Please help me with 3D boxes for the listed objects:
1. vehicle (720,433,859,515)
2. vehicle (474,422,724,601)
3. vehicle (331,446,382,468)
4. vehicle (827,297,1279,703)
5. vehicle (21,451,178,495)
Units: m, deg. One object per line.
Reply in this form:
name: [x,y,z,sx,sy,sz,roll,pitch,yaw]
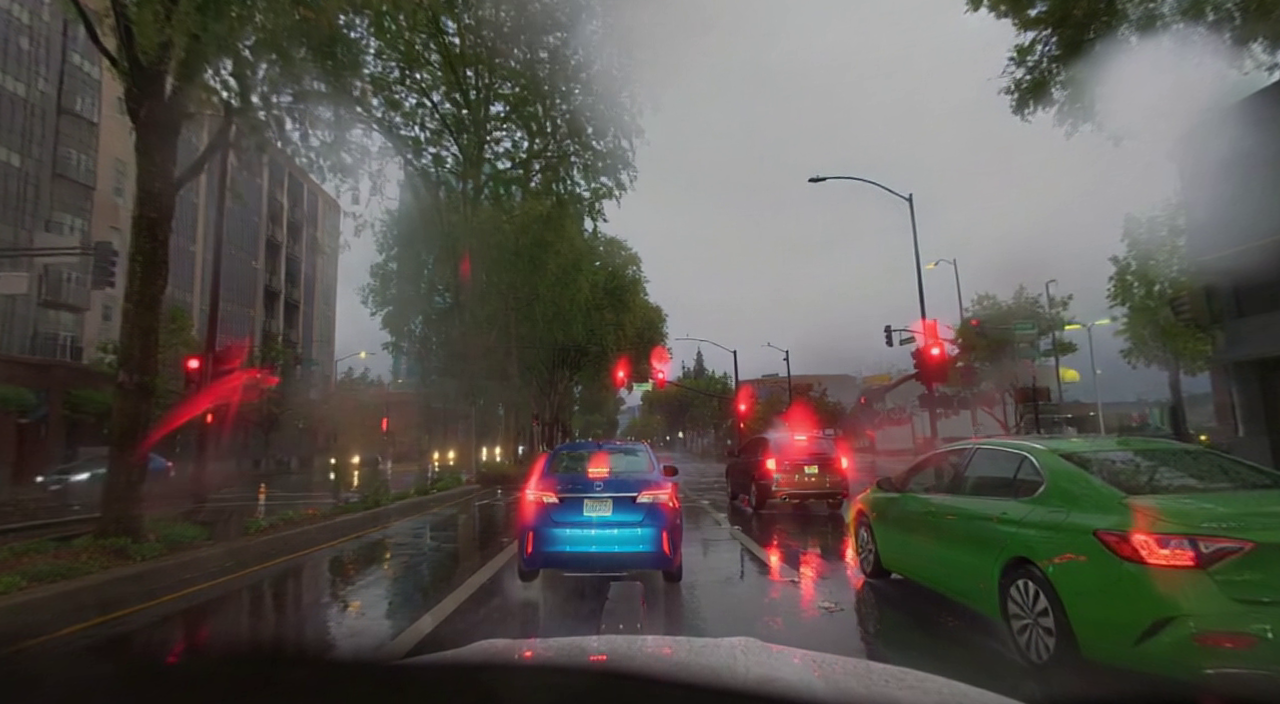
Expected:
vehicle: [3.153,2.682,14.431,2.026,1.549,4.559,0,-8,-1]
vehicle: [-0.370,1.655,7.413,2.143,1.520,3.848,0,-8,-1]
vehicle: [-22.030,8.156,49.308,1.955,1.653,4.245,0,-8,1]
vehicle: [3.580,1.096,5.070,2.572,1.945,5.065,0,-8,0]
vehicle: [-21.552,4.804,25.536,2.091,1.534,4.846,0,-8,0]
